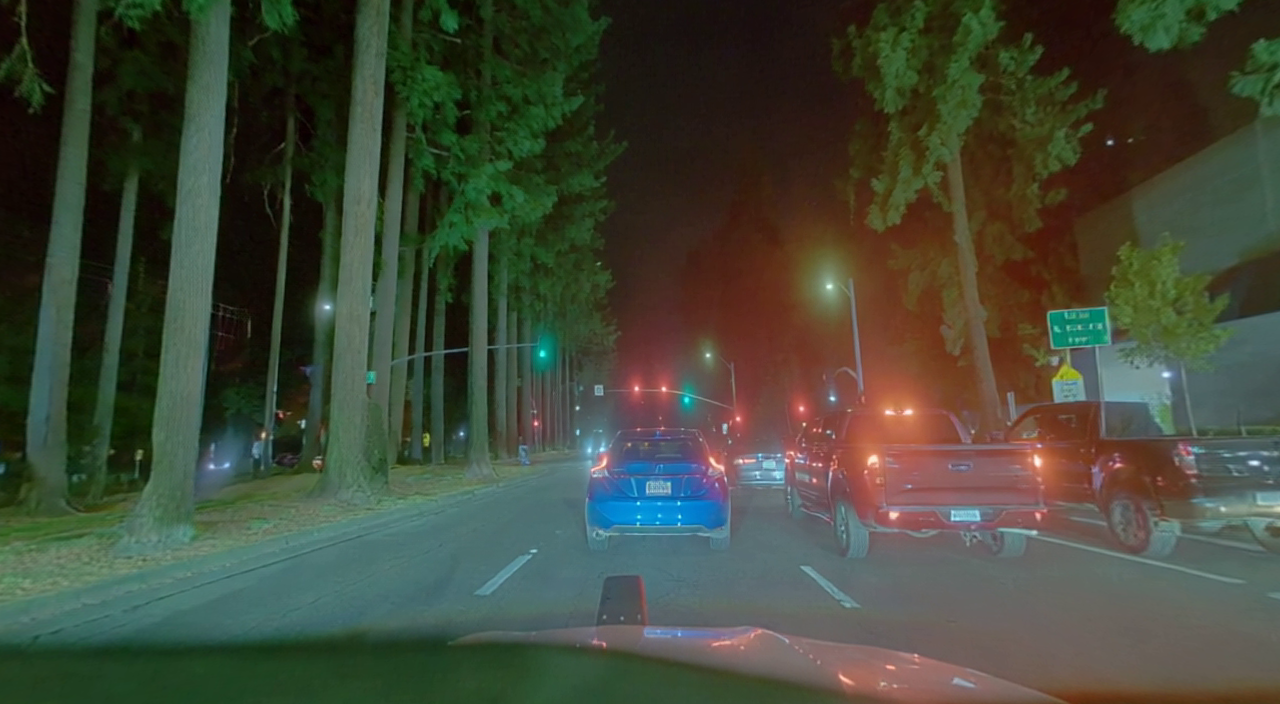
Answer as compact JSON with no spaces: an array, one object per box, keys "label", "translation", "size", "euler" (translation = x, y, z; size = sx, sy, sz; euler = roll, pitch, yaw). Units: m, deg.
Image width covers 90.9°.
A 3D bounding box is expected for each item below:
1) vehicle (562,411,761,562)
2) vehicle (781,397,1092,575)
[{"label":"vehicle","translation":[0.243,1.772,8.981],"size":[2.168,1.641,4.039],"euler":[0,-8,0]},{"label":"vehicle","translation":[3.386,1.628,8.382],"size":[2.099,1.725,4.290],"euler":[0,-8,1]}]
